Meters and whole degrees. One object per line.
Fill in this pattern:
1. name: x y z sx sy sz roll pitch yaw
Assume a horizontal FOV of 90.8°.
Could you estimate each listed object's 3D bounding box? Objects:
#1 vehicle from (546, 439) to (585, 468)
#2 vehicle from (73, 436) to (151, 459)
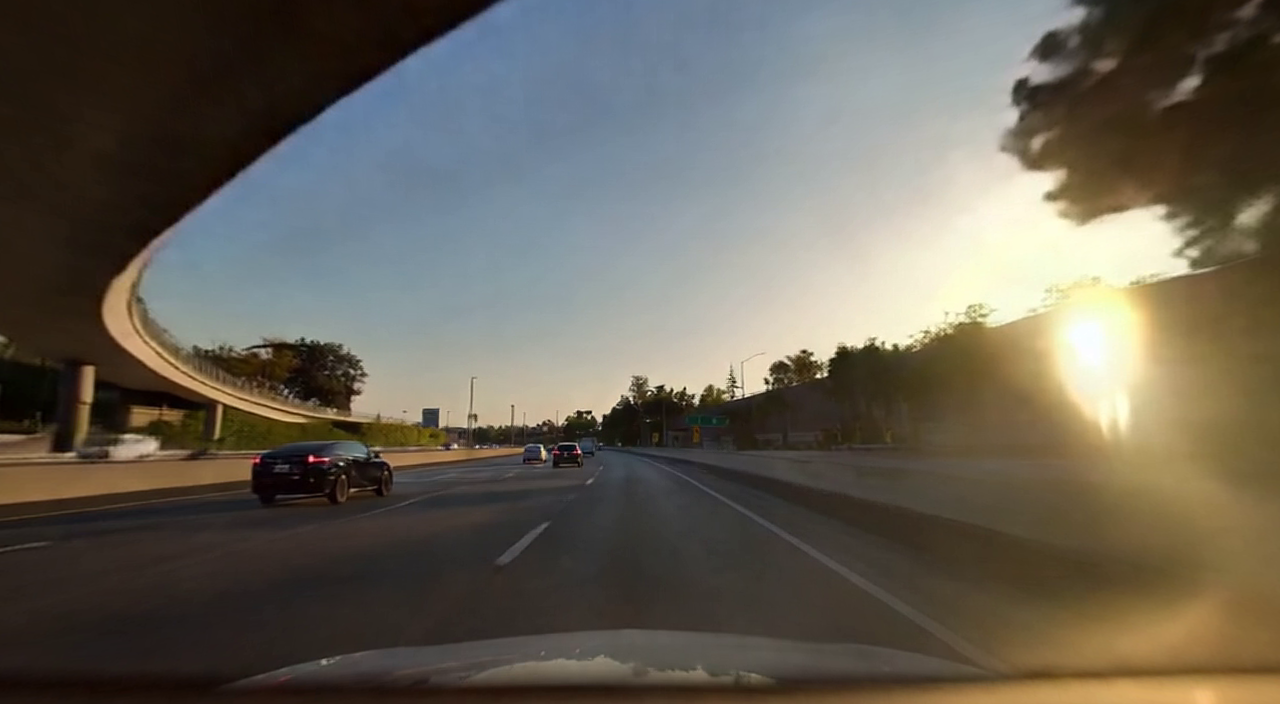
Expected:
1. vehicle: -4.469 6.146 38.348 1.971 1.643 4.009 0 -8 -2
2. vehicle: -38.132 6.913 45.778 1.823 1.601 4.433 0 -8 -1
